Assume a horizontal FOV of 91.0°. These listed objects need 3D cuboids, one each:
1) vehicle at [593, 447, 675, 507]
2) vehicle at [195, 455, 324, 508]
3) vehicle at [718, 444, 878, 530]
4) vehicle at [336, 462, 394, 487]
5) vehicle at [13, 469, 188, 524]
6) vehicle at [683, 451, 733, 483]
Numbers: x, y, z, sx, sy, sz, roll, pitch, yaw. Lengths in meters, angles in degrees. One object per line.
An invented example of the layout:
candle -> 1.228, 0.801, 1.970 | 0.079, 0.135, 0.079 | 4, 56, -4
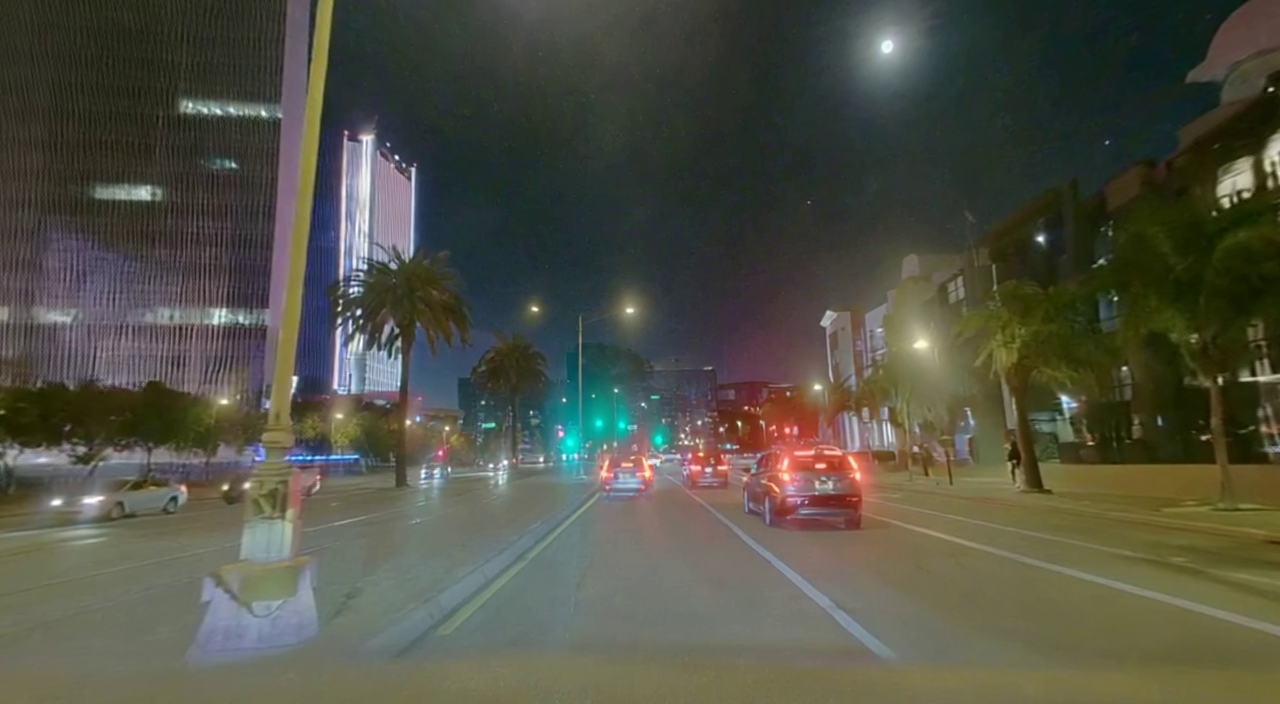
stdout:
vehicle -> -0.120, 3.460, 17.899 | 2.077, 1.518, 3.760 | 0, -9, 1
vehicle -> -14.674, 4.979, 24.706 | 2.104, 1.802, 4.852 | 0, -9, -1
vehicle -> 3.146, 2.788, 13.783 | 2.051, 1.509, 4.933 | 0, -9, -2
vehicle -> -18.420, 8.204, 42.365 | 1.873, 1.468, 4.485 | 0, -9, 0
vehicle -> -17.877, 4.784, 21.227 | 1.910, 1.473, 4.499 | 0, -9, -1
vehicle -> 3.351, 5.734, 31.672 | 2.115, 1.500, 3.524 | 0, -9, 0
